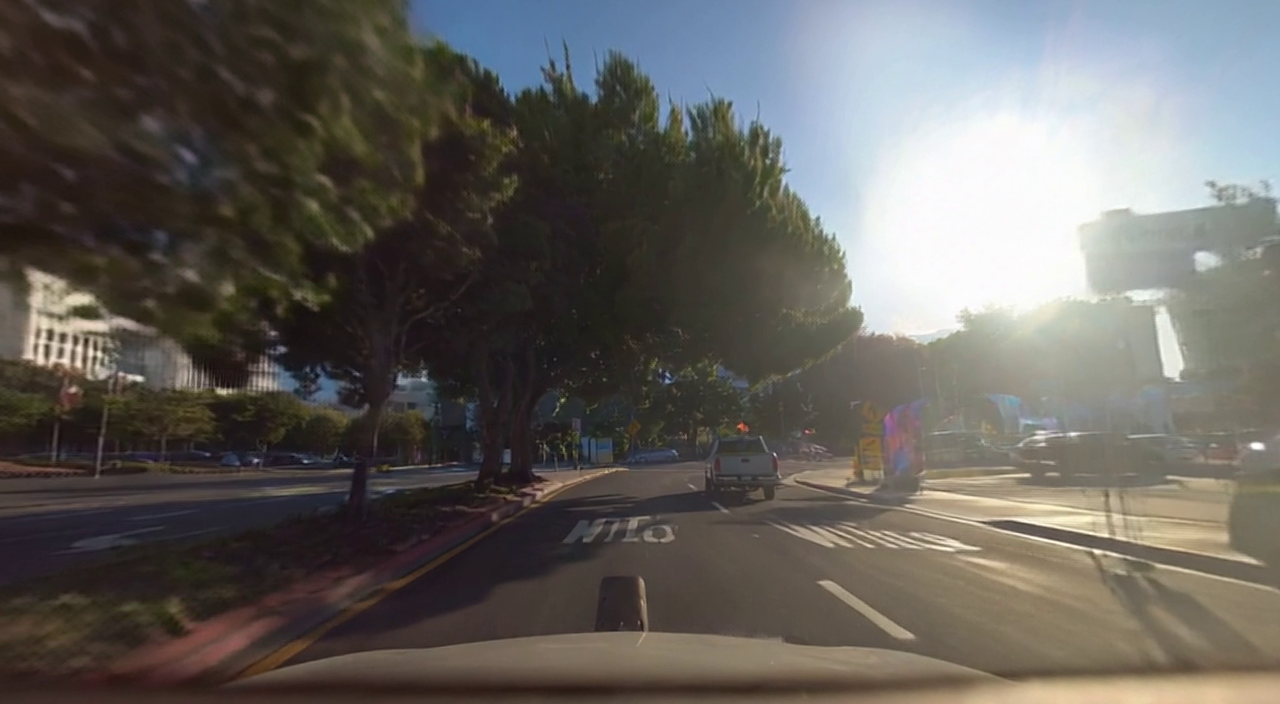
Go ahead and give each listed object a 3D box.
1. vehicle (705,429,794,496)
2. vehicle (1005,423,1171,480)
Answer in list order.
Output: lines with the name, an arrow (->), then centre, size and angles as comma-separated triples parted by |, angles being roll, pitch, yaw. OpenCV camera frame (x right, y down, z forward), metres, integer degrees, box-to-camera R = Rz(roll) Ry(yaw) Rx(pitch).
vehicle -> 3.514, 3.673, 21.477 | 2.402, 1.922, 5.677 | -1, -8, 4
vehicle -> 17.593, 3.913, 25.072 | 4.765, 1.678, 2.228 | -5, -3, 7
